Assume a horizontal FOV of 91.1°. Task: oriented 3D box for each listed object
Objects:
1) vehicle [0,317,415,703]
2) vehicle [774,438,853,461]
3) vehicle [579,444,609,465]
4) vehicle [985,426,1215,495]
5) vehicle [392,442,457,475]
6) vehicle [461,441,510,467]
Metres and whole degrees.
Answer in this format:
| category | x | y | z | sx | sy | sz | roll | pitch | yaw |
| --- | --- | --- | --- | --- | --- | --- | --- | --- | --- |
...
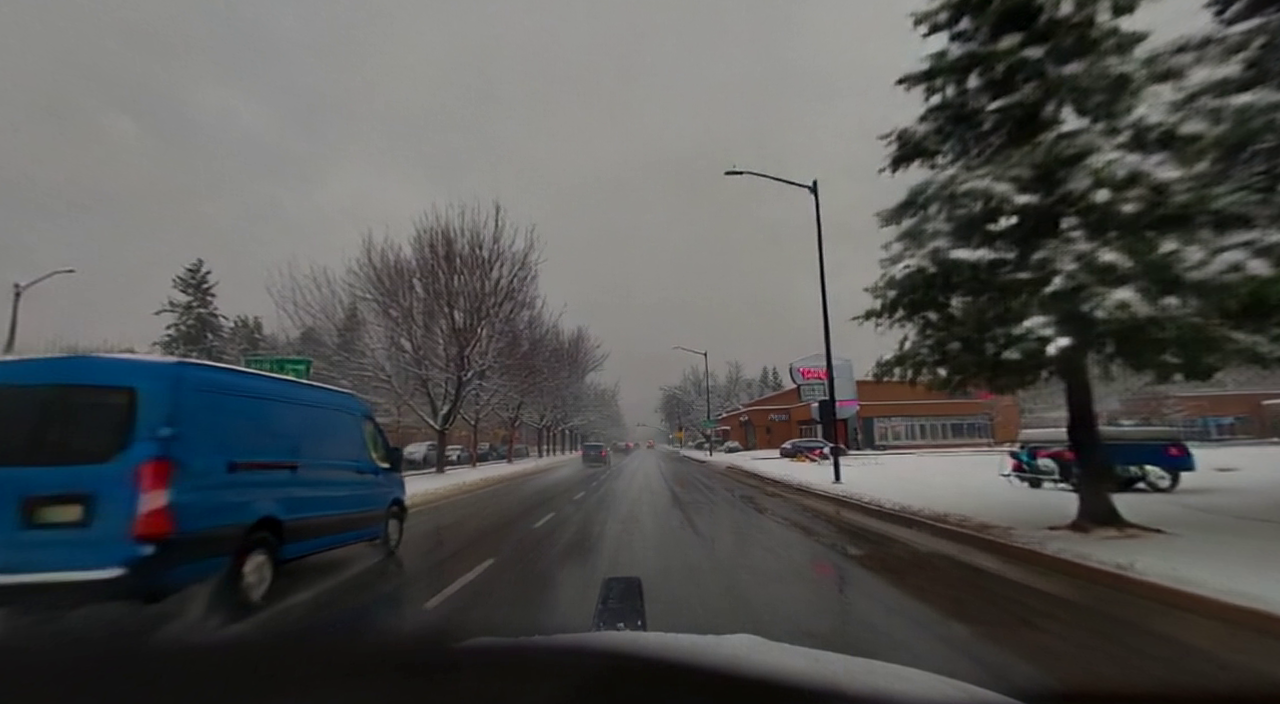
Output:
| category | x | y | z | sx | sy | sz | roll | pitch | yaw |
| --- | --- | --- | --- | --- | --- | --- | --- | --- | --- |
| vehicle | -3.979 | 1.169 | 5.568 | 2.152 | 1.987 | 4.952 | 0 | -8 | -1 |
| vehicle | 11.428 | 6.445 | 41.591 | 4.607 | 1.471 | 1.982 | 0 | -9 | -1 |
| vehicle | -3.379 | 7.660 | 47.197 | 1.966 | 1.481 | 4.385 | 0 | -8 | 0 |
| vehicle | 10.887 | 2.580 | 15.116 | 3.935 | 1.518 | 1.985 | 0 | -8 | -1 |
| vehicle | -11.615 | 5.747 | 34.190 | 2.044 | 1.649 | 4.211 | 0 | -8 | 0 |
| vehicle | -11.589 | 7.705 | 47.553 | 2.332 | 1.815 | 4.639 | -1 | -8 | 3 |
